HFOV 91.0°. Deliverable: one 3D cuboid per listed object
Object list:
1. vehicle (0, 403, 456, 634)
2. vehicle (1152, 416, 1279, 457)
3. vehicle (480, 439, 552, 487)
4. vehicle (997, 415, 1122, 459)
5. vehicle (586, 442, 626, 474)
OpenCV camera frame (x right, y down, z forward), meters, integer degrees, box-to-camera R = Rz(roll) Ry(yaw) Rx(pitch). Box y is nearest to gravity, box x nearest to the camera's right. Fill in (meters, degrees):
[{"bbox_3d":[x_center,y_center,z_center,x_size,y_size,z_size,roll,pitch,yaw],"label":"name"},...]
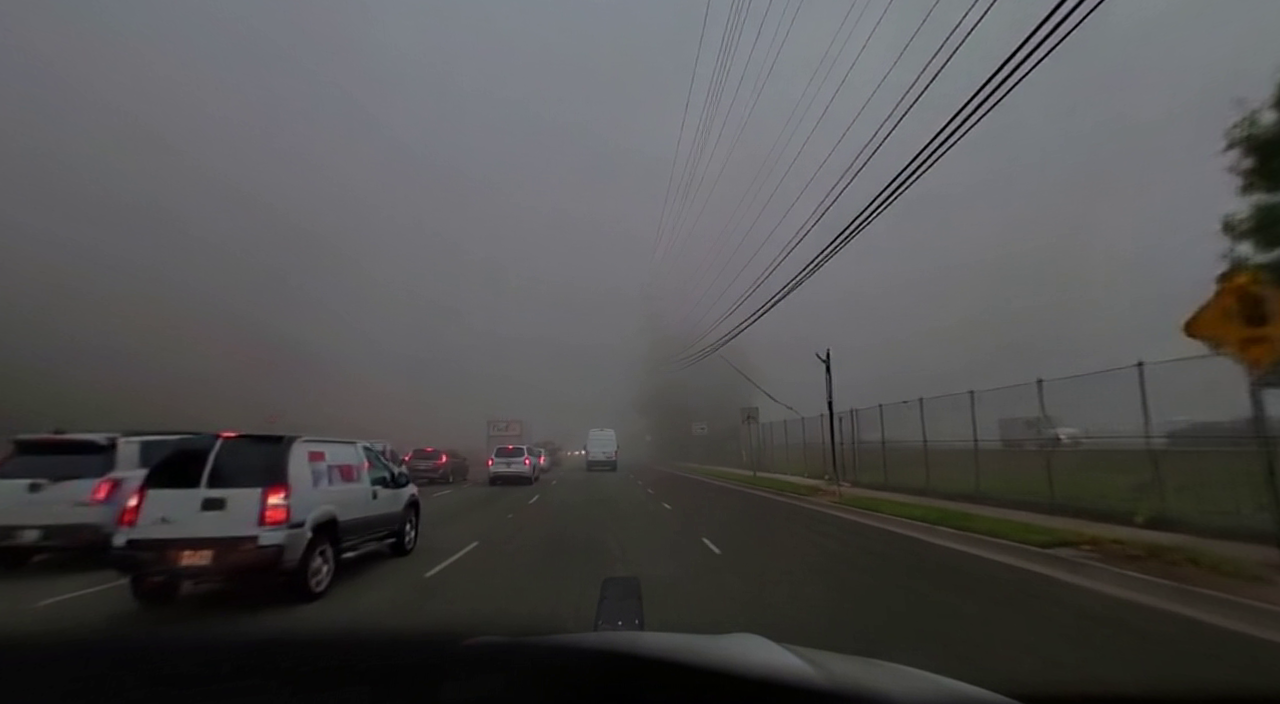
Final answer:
[{"bbox_3d":[-3.941,1.581,7.069,2.388,1.692,4.684,0,-8,-1],"label":"vehicle"},{"bbox_3d":[31.480,4.631,34.211,5.535,2.130,2.145,1,-9,-5],"label":"vehicle"},{"bbox_3d":[-4.751,4.320,24.865,2.057,1.673,4.934,0,-8,-2],"label":"vehicle"},{"bbox_3d":[29.786,6.053,44.840,7.011,3.014,2.594,0,-9,-3],"label":"vehicle"},{"bbox_3d":[-1.905,5.807,34.756,2.055,1.671,4.147,1,-8,-4],"label":"vehicle"}]
